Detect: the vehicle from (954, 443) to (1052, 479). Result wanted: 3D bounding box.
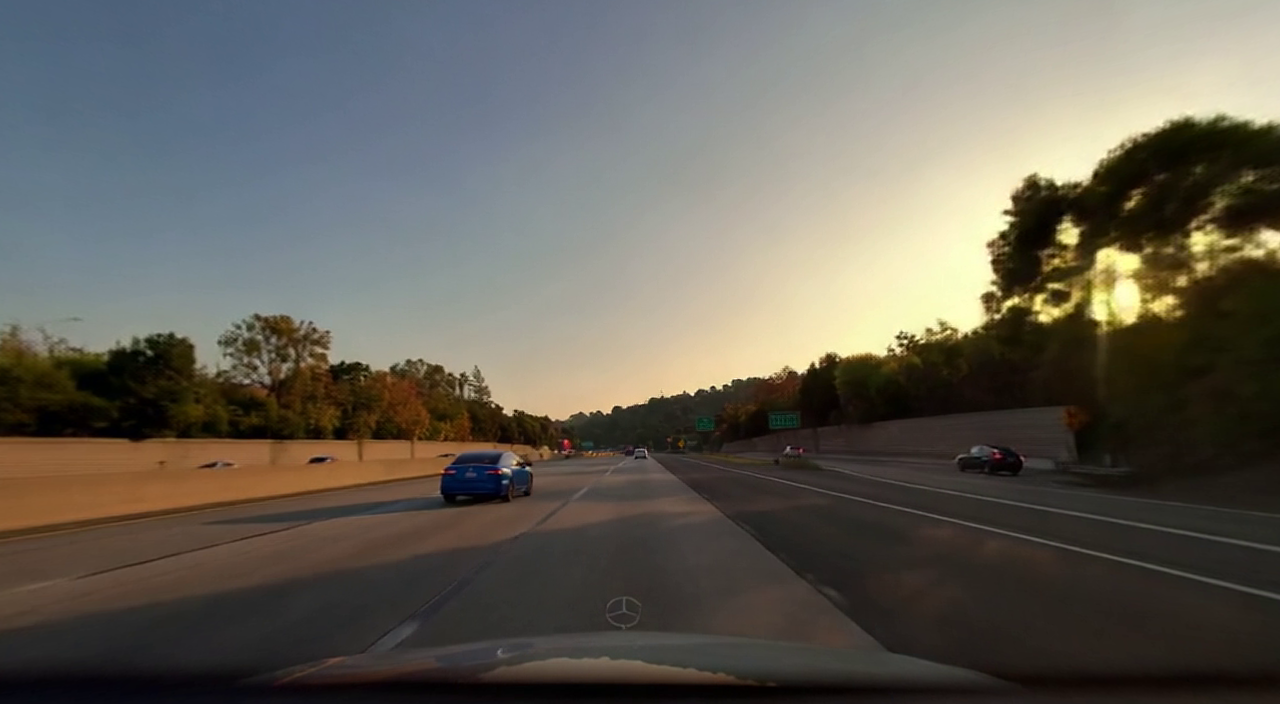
[{"bbox_3d":[15.733,4.743,27.634,1.805,1.427,4.447,-1,-9,3],"label":"vehicle"}]

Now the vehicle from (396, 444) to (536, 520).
[{"bbox_3d":[-3.743,2.872,14.510,1.873,1.438,4.546,-1,-9,1],"label":"vehicle"}]

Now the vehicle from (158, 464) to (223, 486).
[{"bbox_3d":[-34.959,9.531,49.233,1.800,1.447,4.651,-1,-9,-2],"label":"vehicle"}]
